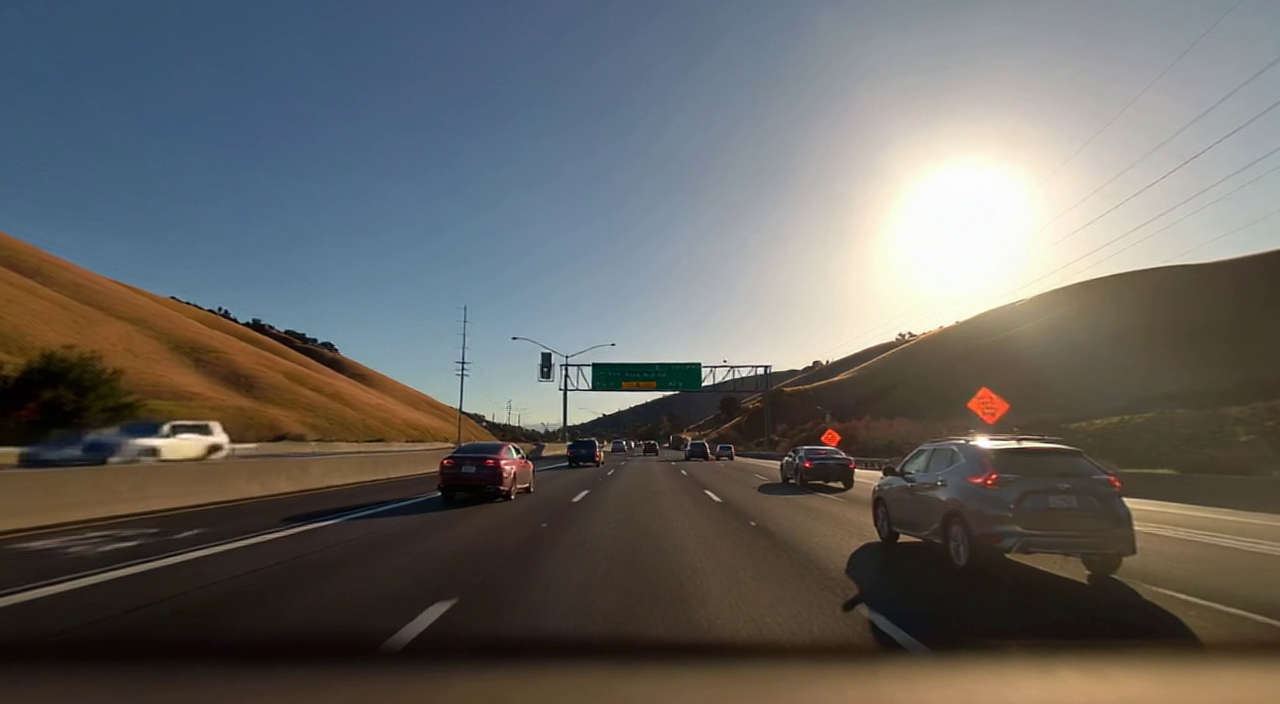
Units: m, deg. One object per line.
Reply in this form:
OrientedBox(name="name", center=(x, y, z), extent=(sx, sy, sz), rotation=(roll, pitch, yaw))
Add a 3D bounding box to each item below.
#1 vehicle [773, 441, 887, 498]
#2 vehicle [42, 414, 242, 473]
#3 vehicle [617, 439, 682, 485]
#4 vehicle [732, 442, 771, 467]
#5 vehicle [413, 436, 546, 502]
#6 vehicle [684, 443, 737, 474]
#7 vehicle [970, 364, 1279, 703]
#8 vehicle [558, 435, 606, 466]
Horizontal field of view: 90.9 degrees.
OrientedBox(name="vehicle", center=(5.457, 3.405, 18.713), extent=(1.867, 1.465, 4.093), rotation=(0, -8, -3))
OrientedBox(name="vehicle", center=(-15.203, 2.872, 19.752), extent=(2.257, 1.591, 4.861), rotation=(0, -8, 1))
OrientedBox(name="vehicle", center=(0.308, 3.948, 23.027), extent=(2.138, 1.473, 4.392), rotation=(0, -8, 0))
OrientedBox(name="vehicle", center=(8.163, 7.550, 46.650), extent=(2.042, 1.684, 4.609), rotation=(0, -8, 0))
OrientedBox(name="vehicle", center=(-3.855, 2.899, 16.050), extent=(2.232, 1.438, 4.163), rotation=(0, -8, 1))
OrientedBox(name="vehicle", center=(3.480, 5.370, 32.118), extent=(2.177, 1.453, 4.205), rotation=(0, -8, -1))
OrientedBox(name="vehicle", center=(3.836, 0.925, 2.992), extent=(2.018, 1.670, 4.658), rotation=(0, -8, 0))
OrientedBox(name="vehicle", center=(-3.294, 5.721, 36.727), extent=(2.234, 1.675, 4.527), rotation=(0, -8, 1))
